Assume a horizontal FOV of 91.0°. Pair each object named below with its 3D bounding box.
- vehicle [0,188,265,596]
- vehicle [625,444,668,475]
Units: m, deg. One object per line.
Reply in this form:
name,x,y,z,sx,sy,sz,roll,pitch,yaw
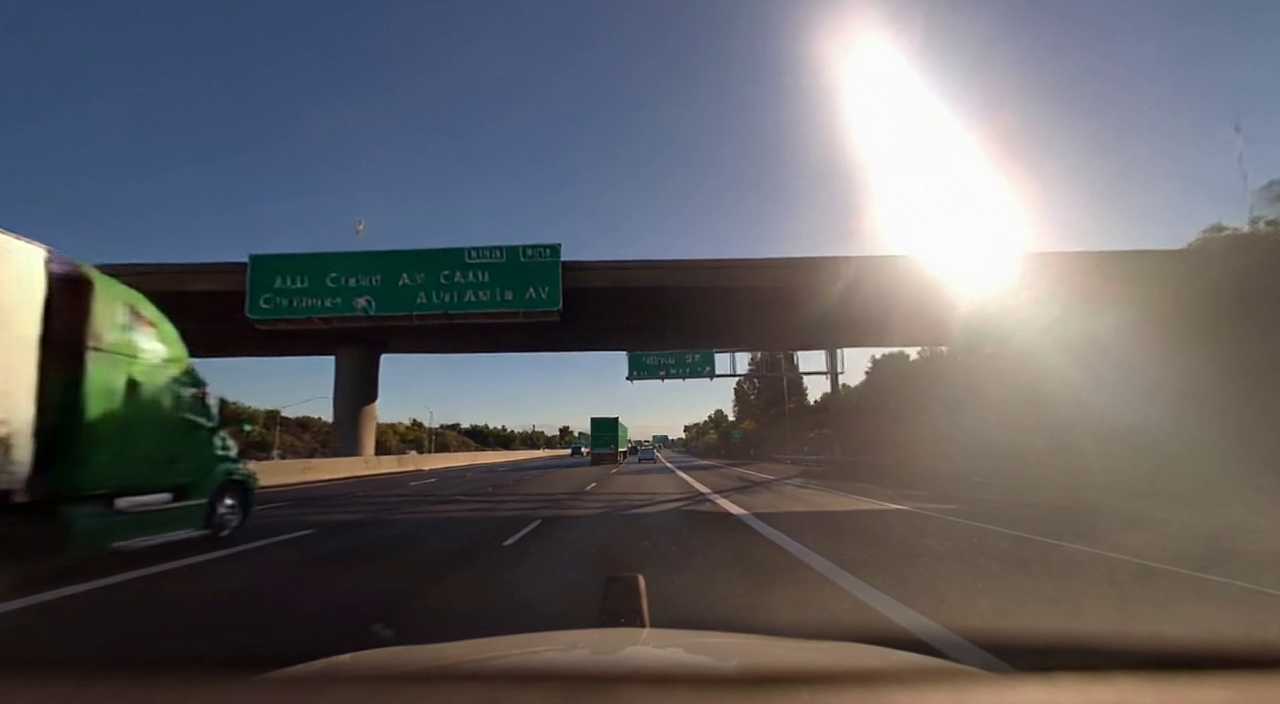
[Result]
vehicle,-7.588,0.127,4.282,3.067,3.804,11.136,0,-9,1
vehicle,0.284,5.593,32.934,2.066,1.469,4.050,0,-9,-1
